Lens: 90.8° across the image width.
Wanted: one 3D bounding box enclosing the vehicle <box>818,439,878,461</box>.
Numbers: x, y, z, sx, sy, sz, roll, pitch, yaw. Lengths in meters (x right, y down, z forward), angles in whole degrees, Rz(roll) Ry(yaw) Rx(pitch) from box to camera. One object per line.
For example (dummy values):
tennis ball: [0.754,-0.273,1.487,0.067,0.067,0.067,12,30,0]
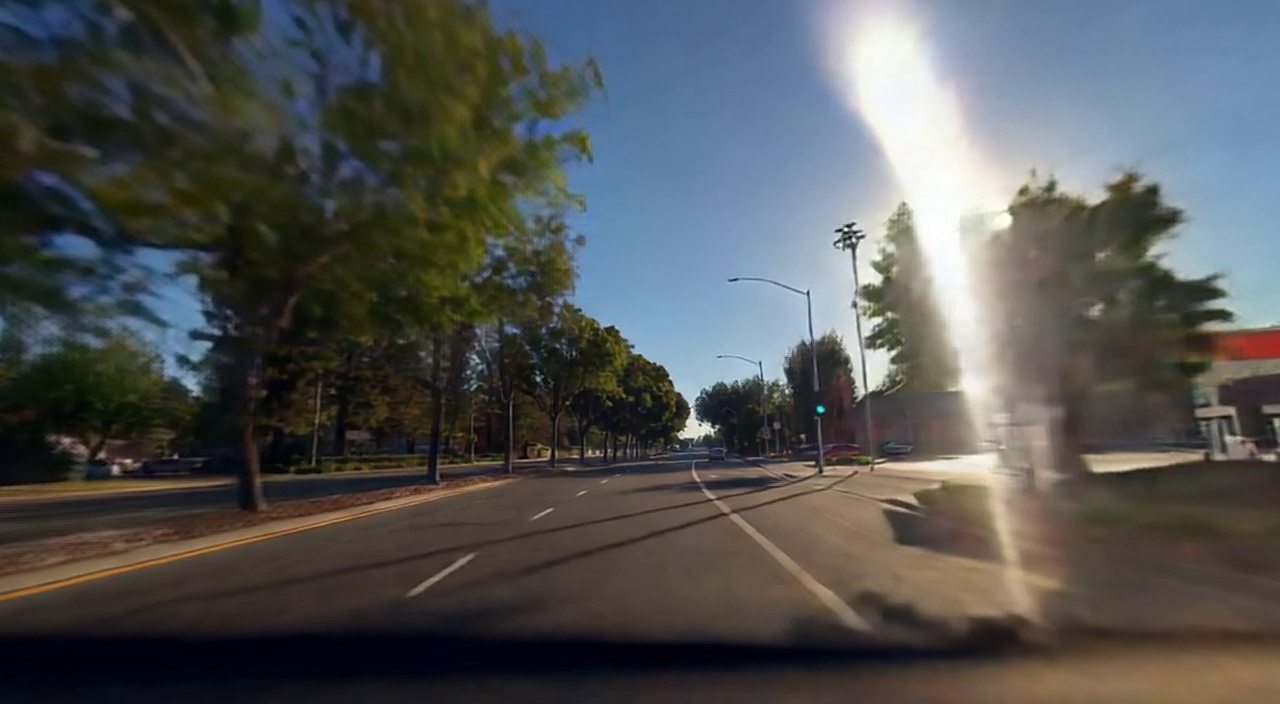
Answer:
vehicle: [16.175,7.677,49.093,4.744,1.475,2.008,9,-16,-38]
